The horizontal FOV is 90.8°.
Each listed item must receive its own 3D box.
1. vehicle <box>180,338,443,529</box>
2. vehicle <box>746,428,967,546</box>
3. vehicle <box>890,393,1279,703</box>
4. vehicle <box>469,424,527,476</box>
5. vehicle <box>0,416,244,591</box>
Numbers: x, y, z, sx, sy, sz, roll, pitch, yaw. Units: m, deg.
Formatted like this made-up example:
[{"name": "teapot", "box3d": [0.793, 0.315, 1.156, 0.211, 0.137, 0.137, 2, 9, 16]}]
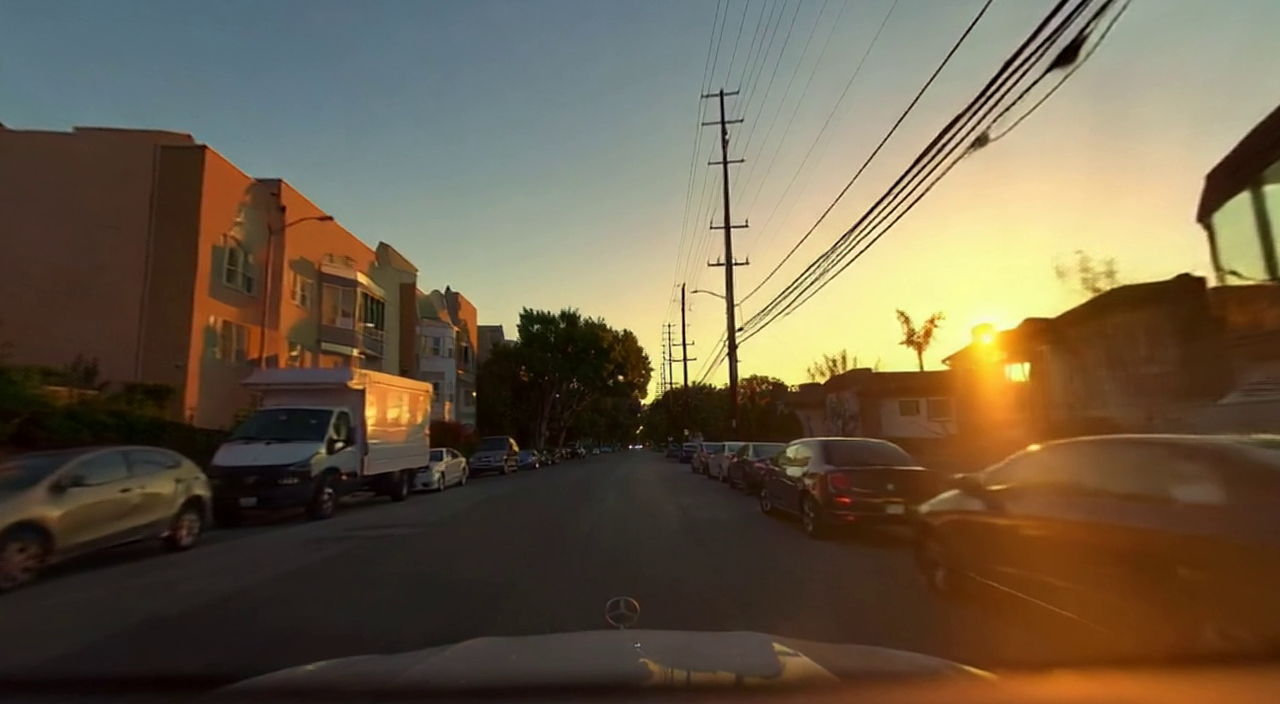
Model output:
[{"name": "vehicle", "box3d": [-7.515, 2.064, 15.839, 2.901, 3.610, 6.707, -3, -8, 1]}, {"name": "vehicle", "box3d": [3.346, 2.195, 11.038, 2.057, 1.554, 4.905, 0, -9, -1]}, {"name": "vehicle", "box3d": [3.688, 1.194, 4.275, 2.028, 1.555, 4.595, 0, -9, -1]}, {"name": "vehicle", "box3d": [-7.194, 5.001, 32.373, 1.889, 2.463, 4.142, 0, -9, 1]}, {"name": "vehicle", "box3d": [-7.695, 1.909, 8.434, 1.955, 1.804, 4.523, -3, -9, -1]}]
